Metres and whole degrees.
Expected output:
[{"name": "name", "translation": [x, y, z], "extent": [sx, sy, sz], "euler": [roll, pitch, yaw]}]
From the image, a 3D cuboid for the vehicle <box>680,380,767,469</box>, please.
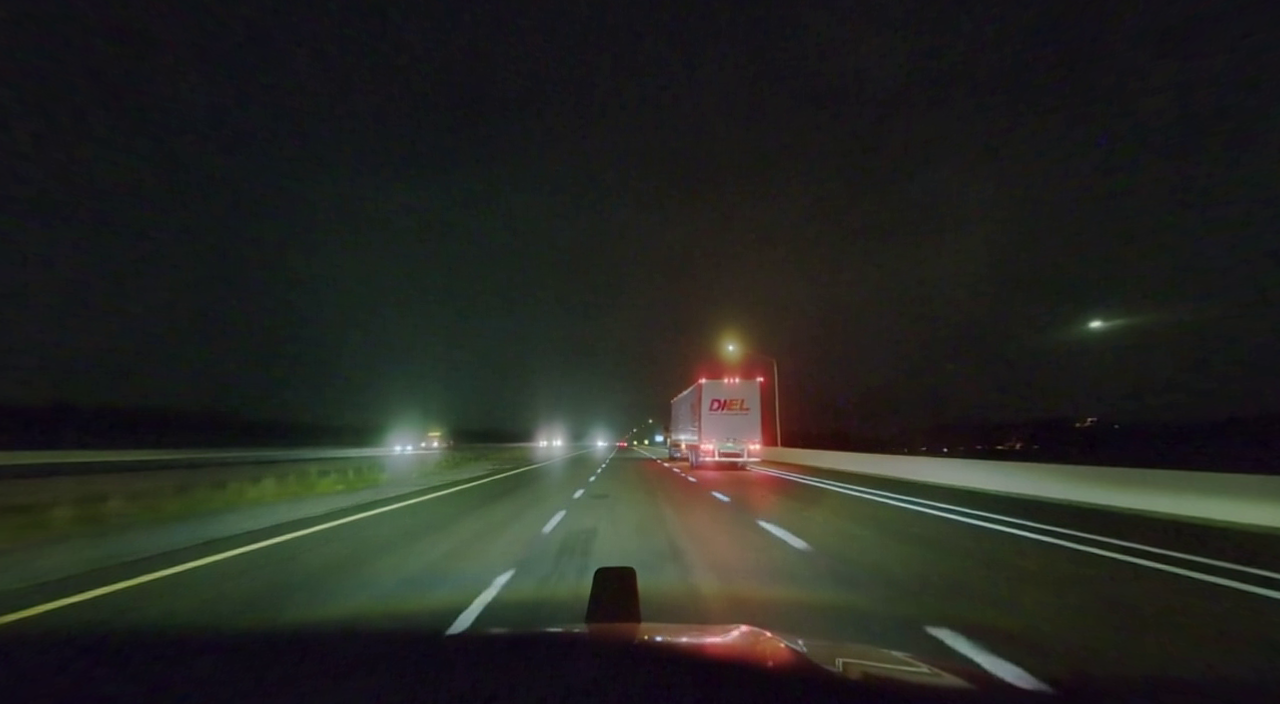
[{"name": "vehicle", "translation": [3.970, 3.784, 32.020], "extent": [2.880, 3.918, 8.254], "euler": [0, -8, -3]}]
